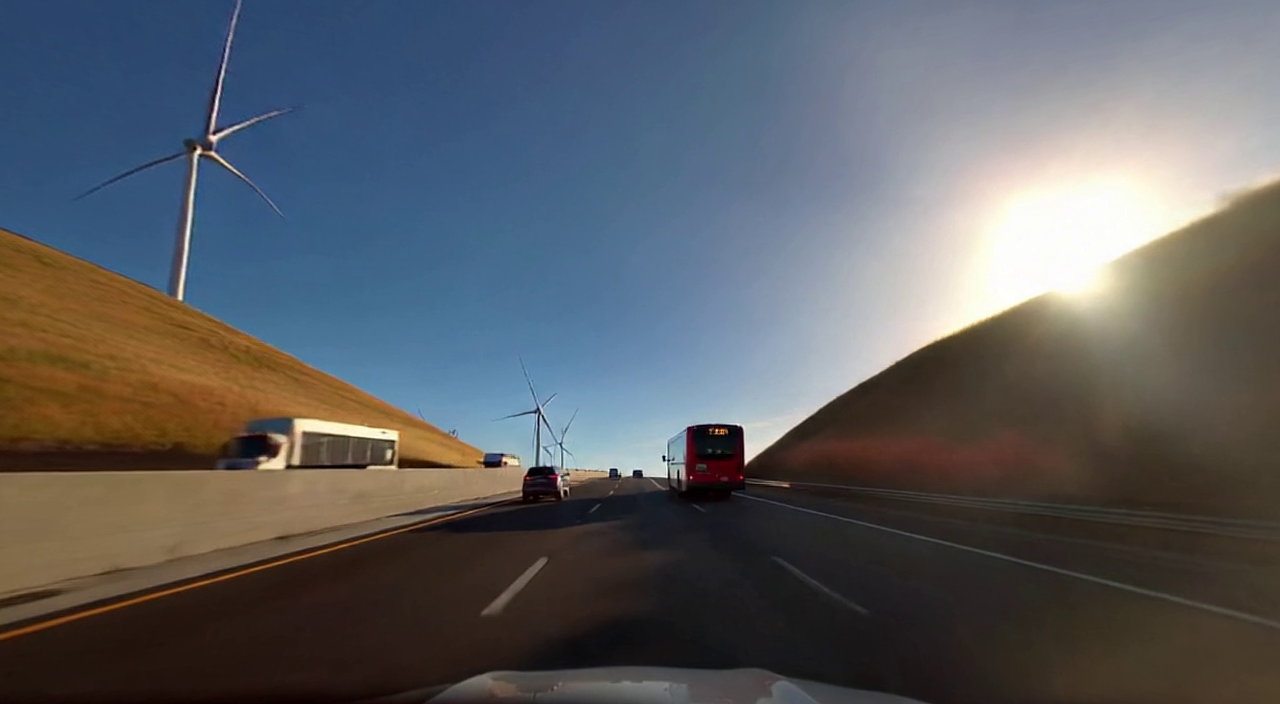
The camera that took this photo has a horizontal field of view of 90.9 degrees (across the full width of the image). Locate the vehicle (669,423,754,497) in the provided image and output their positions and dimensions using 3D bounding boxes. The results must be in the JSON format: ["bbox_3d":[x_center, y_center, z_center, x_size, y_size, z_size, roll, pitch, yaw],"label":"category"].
[{"bbox_3d":[3.819,6.634,38.179,2.941,3.574,14.463,1,-10,-2],"label":"vehicle"}]

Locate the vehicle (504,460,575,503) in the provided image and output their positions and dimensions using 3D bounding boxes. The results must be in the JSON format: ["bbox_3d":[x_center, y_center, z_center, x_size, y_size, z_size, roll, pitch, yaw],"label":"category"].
[{"bbox_3d":[-3.988,5.230,25.693,2.213,1.568,4.274,1,-10,-1],"label":"vehicle"}]

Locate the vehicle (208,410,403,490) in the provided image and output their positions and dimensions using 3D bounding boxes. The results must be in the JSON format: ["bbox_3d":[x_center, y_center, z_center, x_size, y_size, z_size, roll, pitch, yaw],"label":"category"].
[{"bbox_3d":[-19.288,6.274,38.817,3.201,3.814,16.570,1,-10,-1],"label":"vehicle"}]
